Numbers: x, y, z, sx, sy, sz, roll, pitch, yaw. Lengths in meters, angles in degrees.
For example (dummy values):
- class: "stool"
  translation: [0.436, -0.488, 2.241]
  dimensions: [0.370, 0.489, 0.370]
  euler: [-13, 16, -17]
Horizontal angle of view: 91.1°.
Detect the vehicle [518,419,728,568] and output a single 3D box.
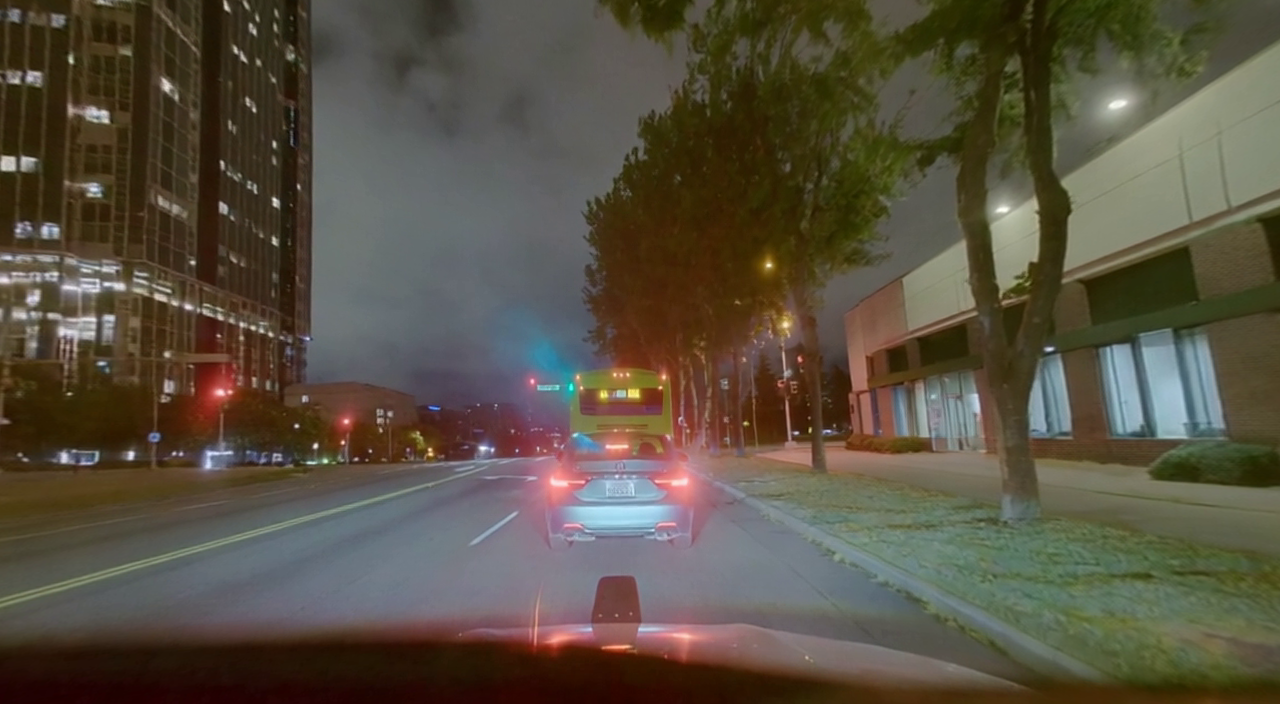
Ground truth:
- class: "vehicle"
  translation: [-0.215, 1.654, 8.204]
  dimensions: [2.064, 1.452, 3.942]
  euler: [0, -8, -2]
